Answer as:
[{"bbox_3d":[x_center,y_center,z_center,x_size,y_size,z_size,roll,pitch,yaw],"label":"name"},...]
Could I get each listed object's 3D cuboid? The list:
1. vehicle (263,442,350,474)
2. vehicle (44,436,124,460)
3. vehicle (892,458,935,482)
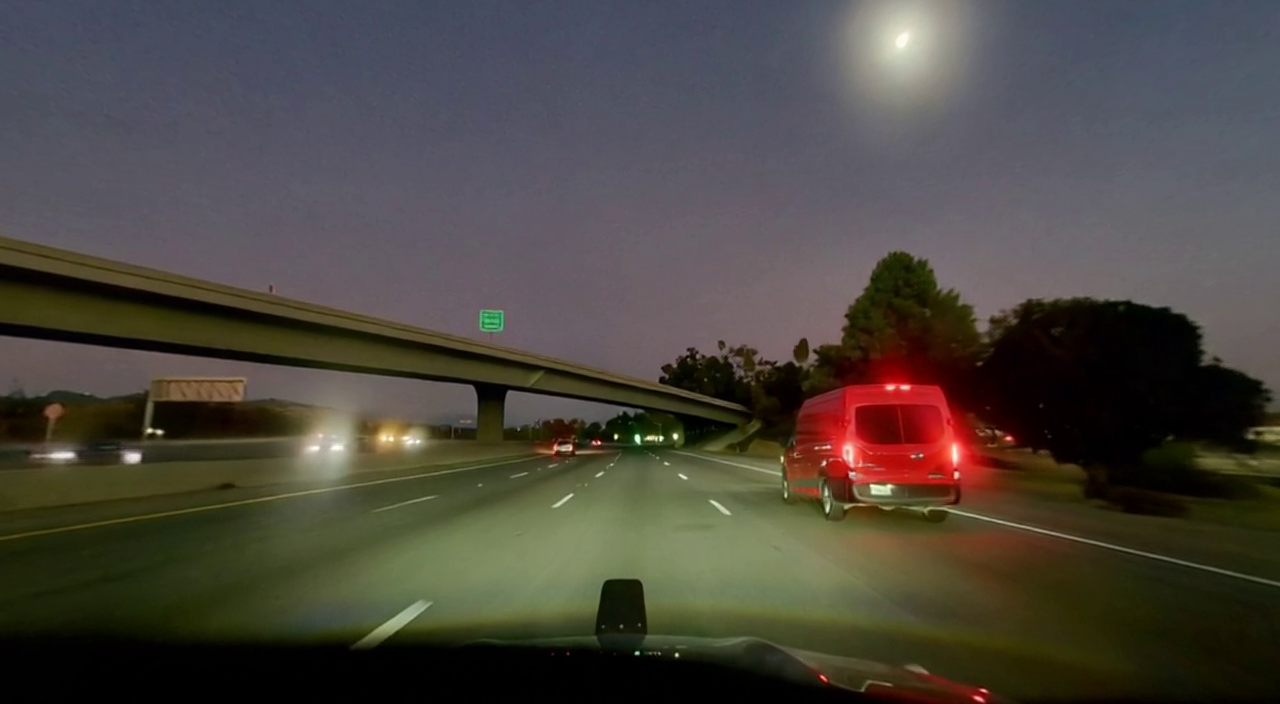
[{"bbox_3d":[-16.278,5.176,30.942,1.851,1.443,4.473,0,-8,0],"label":"vehicle"},{"bbox_3d":[-40.728,7.023,46.112,2.089,1.672,4.546,1,-8,-8],"label":"vehicle"},{"bbox_3d":[21.648,9.348,49.882,2.048,1.716,4.390,-2,-8,10],"label":"vehicle"}]
